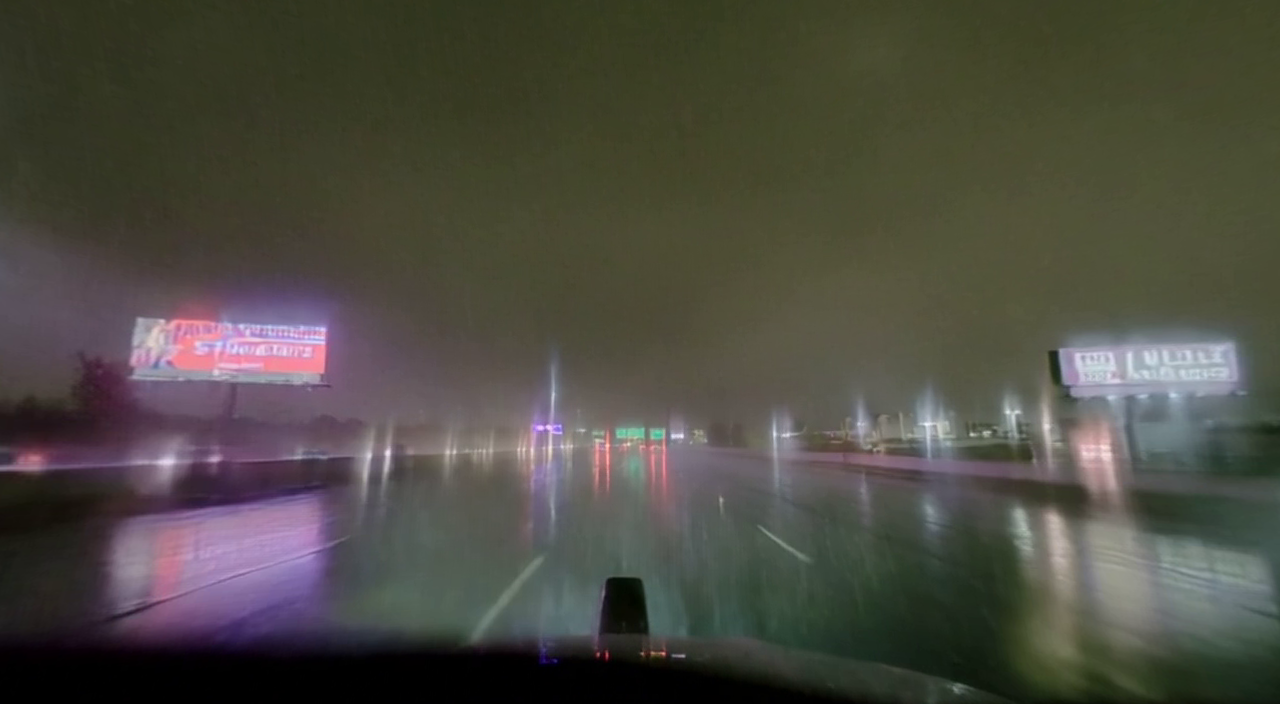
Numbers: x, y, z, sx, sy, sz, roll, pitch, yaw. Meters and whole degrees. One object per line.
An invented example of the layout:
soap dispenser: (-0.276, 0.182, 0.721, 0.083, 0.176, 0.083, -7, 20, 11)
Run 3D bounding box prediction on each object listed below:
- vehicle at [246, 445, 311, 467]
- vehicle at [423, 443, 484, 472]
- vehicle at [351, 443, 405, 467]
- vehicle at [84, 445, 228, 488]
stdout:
vehicle: (-26.378, 7.578, 46.007, 1.913, 1.522, 4.743, 0, -9, 0)
vehicle: (-10.249, 5.818, 34.919, 1.974, 1.513, 4.584, 0, -9, 0)
vehicle: (-18.567, 7.316, 44.649, 1.885, 1.613, 4.494, 0, -9, 0)
vehicle: (-19.020, 4.476, 25.029, 1.923, 1.529, 4.713, 0, -9, 1)
